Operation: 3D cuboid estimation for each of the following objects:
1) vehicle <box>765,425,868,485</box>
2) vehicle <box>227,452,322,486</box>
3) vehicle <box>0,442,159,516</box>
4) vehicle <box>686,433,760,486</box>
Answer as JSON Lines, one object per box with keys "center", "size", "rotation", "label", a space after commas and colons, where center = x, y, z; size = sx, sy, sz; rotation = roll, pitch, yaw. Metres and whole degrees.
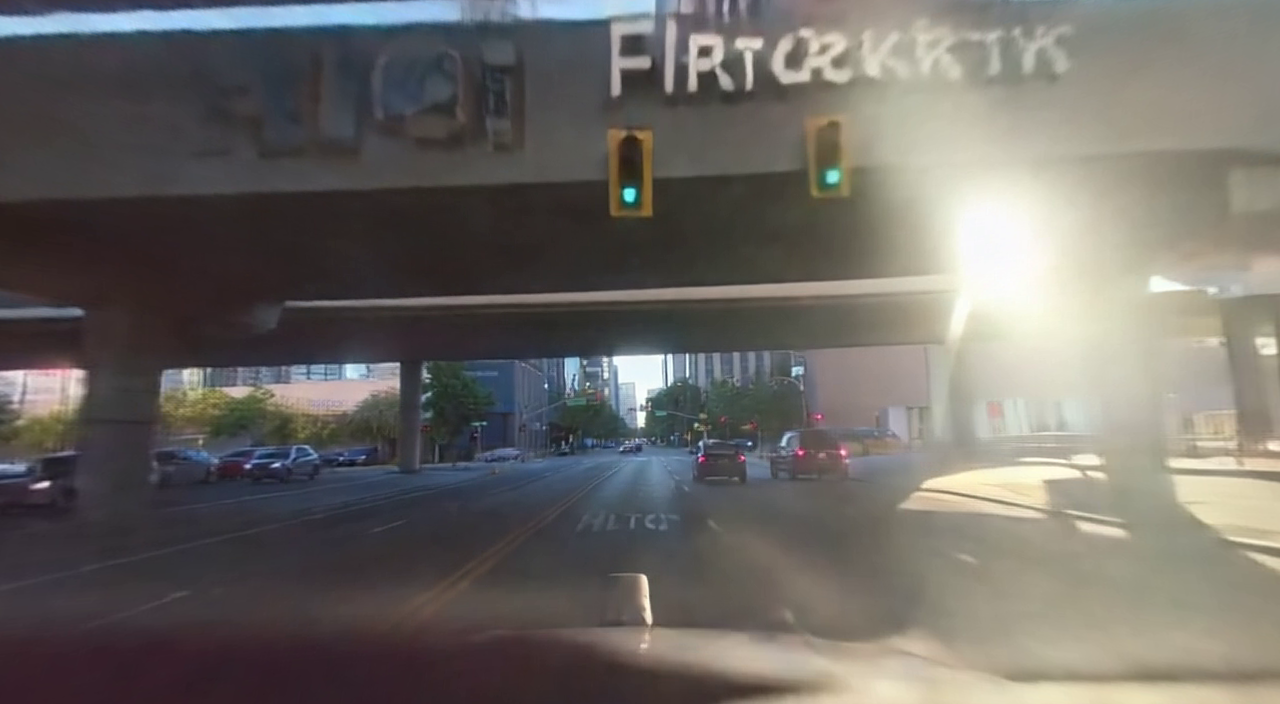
{"center": [6.911, 4.113, 25.515], "size": [2.433, 2.116, 5.789], "rotation": [0, -8, 0], "label": "vehicle"}
{"center": [-17.760, 5.672, 30.922], "size": [1.985, 1.505, 4.275], "rotation": [-1, -8, 2], "label": "vehicle"}
{"center": [-17.975, 3.849, 19.743], "size": [2.167, 2.024, 4.589], "rotation": [0, -8, 0], "label": "vehicle"}
{"center": [2.665, 3.547, 21.135], "size": [1.947, 1.576, 3.825], "rotation": [0, -8, 0], "label": "vehicle"}
